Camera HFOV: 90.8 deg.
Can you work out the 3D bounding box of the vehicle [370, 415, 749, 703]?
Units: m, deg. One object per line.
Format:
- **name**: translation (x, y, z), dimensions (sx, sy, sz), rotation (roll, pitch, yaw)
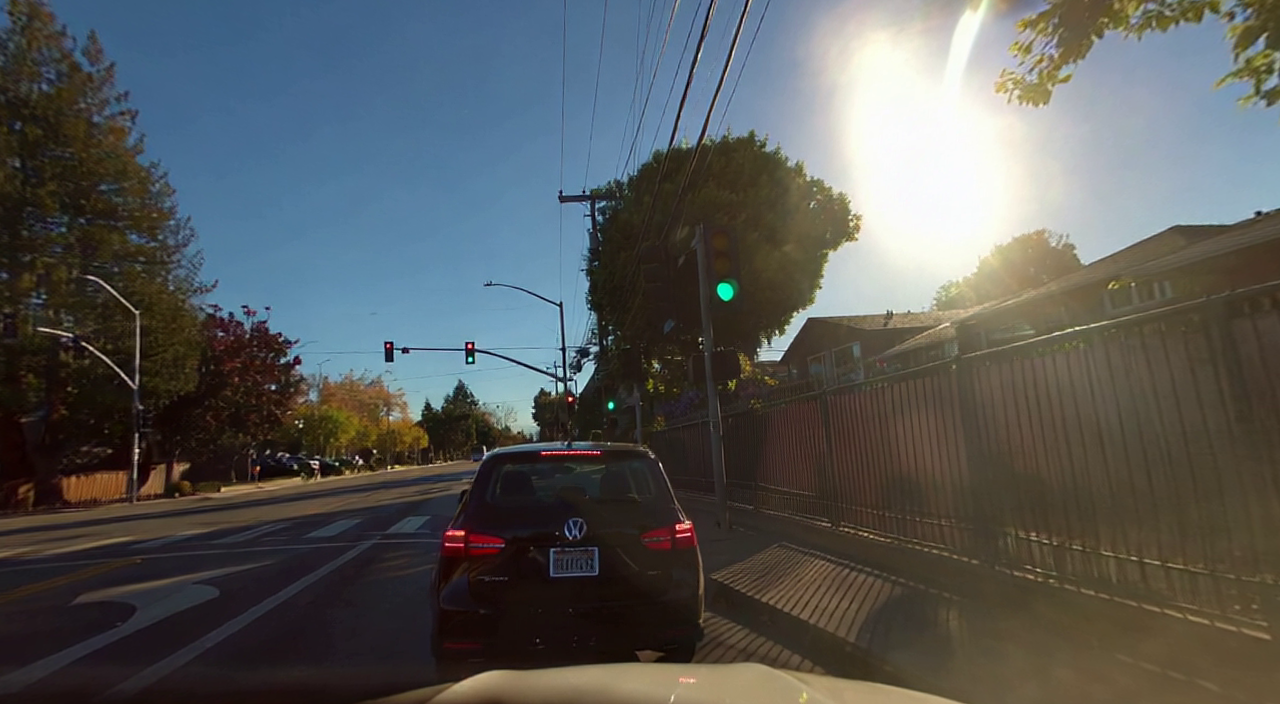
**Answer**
- **vehicle**: translation (-0.678, 1.377, 5.315), dimensions (2.024, 1.502, 3.702), rotation (1, -9, -9)
